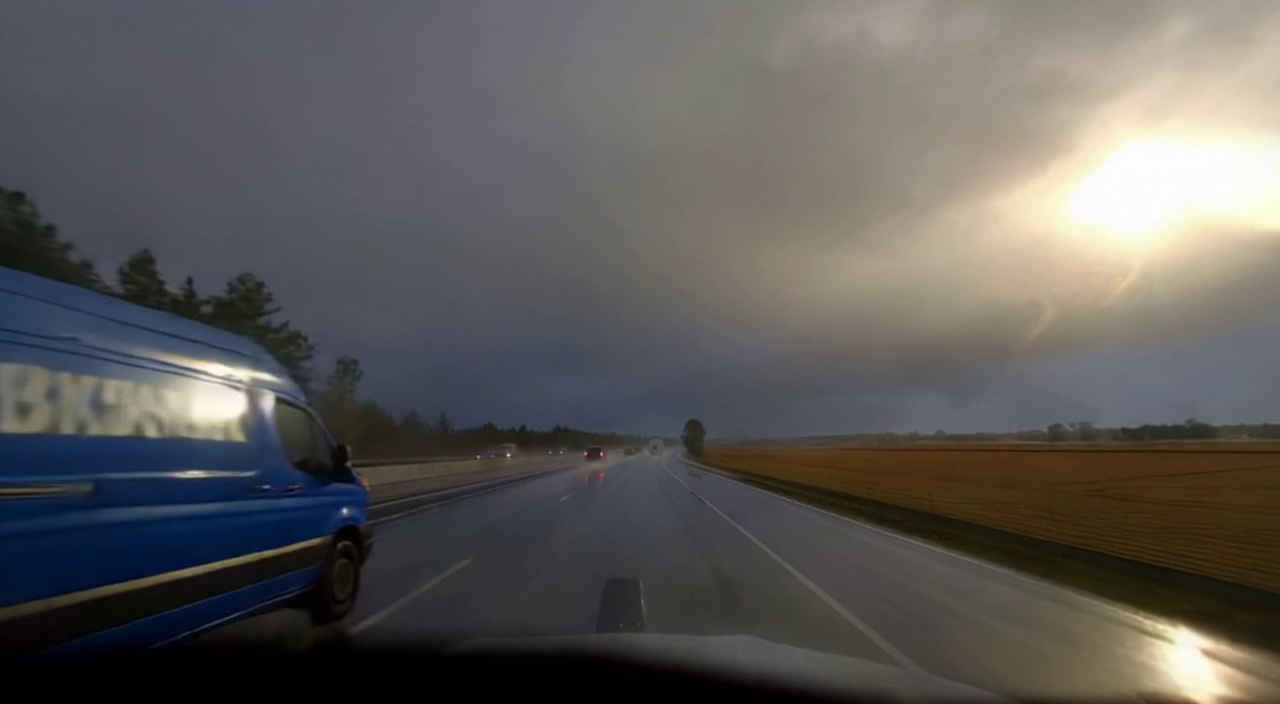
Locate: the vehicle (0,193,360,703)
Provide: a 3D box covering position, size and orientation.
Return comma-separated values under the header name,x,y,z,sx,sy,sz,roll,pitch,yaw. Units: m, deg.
name,x,y,z,sx,sy,sz,roll,pitch,yaw
vehicle,-3.746,0.626,2.968,2.360,2.367,5.223,0,-9,1
